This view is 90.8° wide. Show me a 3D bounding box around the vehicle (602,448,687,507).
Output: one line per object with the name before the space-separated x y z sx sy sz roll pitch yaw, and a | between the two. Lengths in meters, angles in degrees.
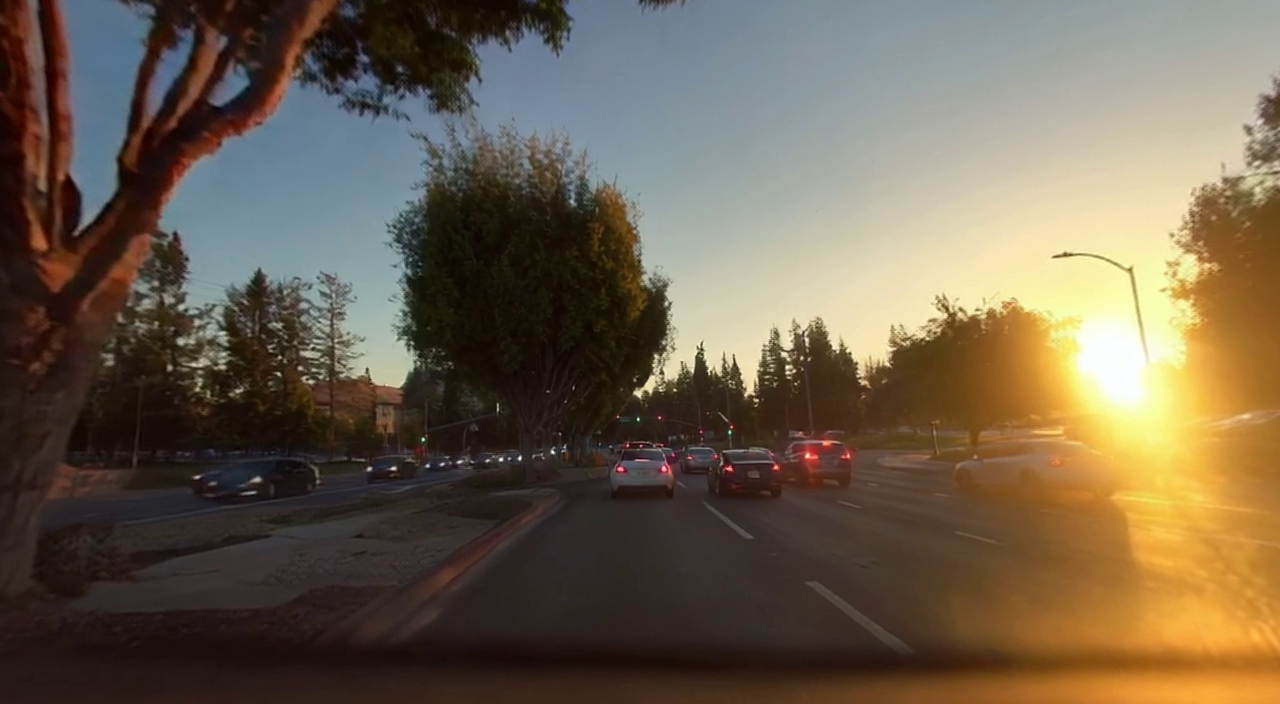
vehicle | 0.046 3.236 16.795 1.990 1.347 4.067 0 -8 -2

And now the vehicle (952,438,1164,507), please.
vehicle | 10.451 3.022 16.458 1.890 1.488 5.113 0 -8 -2

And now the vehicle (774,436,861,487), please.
vehicle | 6.390 3.988 23.289 1.931 1.685 4.054 0 -8 -1

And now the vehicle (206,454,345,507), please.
vehicle | -12.059 4.248 21.340 2.002 1.500 4.536 0 -8 0

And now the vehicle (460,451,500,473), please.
vehicle | -12.226 8.413 48.515 1.896 1.484 4.473 0 -8 1

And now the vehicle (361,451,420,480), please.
vehicle | -15.888 7.217 40.529 1.908 1.703 4.547 0 -8 0

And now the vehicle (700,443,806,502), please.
vehicle | 3.055 3.366 18.246 1.970 1.445 4.974 0 -8 -2
